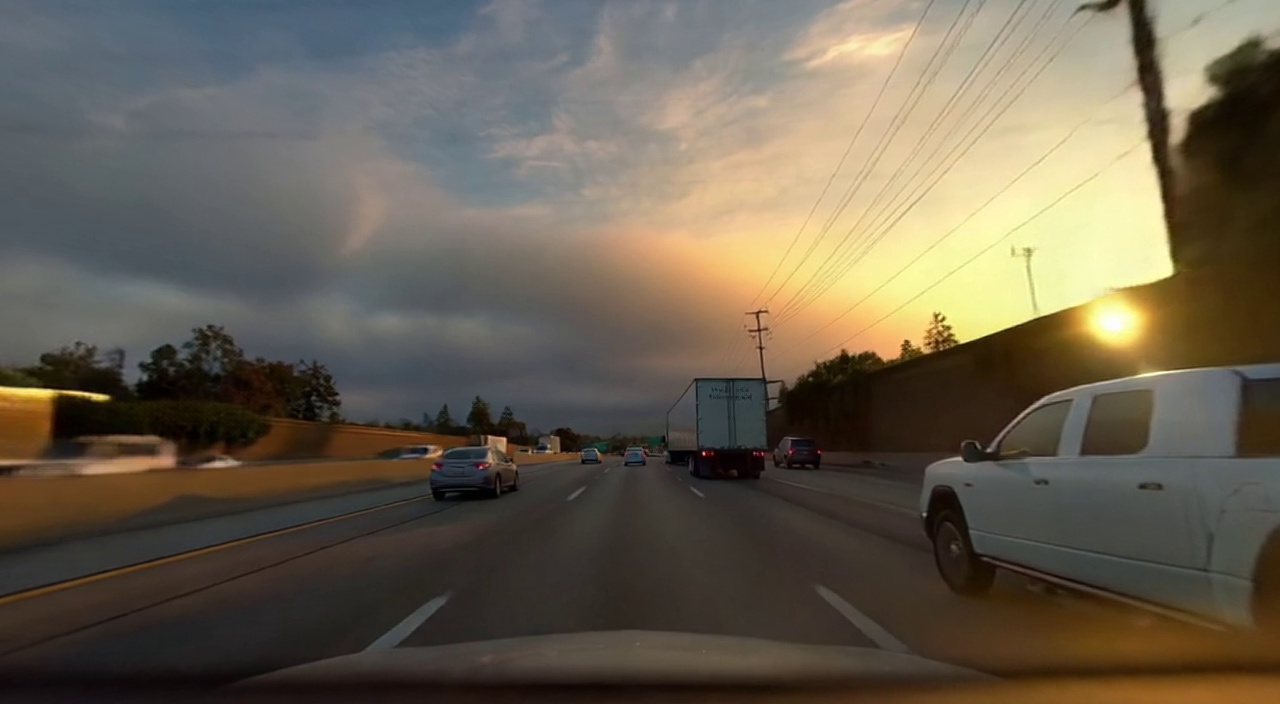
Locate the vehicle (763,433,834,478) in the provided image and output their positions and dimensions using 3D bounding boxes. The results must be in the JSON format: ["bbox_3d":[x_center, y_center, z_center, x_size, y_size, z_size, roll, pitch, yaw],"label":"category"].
[{"bbox_3d":[7.360,4.846,29.790,2.079,1.938,4.630,0,-8,-1],"label":"vehicle"}]

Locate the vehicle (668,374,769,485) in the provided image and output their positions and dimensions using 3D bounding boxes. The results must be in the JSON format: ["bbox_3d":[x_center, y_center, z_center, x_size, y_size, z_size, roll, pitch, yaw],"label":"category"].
[{"bbox_3d":[3.302,4.066,31.679,2.907,4.109,16.177,0,-8,0],"label":"vehicle"}]

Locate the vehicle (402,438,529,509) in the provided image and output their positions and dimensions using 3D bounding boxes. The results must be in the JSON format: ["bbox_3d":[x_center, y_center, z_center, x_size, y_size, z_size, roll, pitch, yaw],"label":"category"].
[{"bbox_3d":[-4.137,2.927,15.623,1.968,1.507,3.829,0,-8,1],"label":"vehicle"}]

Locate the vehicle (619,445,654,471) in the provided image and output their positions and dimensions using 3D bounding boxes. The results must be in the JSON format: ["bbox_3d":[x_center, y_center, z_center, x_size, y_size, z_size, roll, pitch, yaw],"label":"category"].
[{"bbox_3d":[-0.154,6.418,38.432,2.047,1.485,3.938,0,-8,1],"label":"vehicle"}]

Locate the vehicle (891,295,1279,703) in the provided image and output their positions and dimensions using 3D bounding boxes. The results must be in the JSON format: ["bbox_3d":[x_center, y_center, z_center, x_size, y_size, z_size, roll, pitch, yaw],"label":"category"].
[{"bbox_3d":[3.415,0.873,3.255,2.132,1.869,4.978,0,-8,0],"label":"vehicle"}]

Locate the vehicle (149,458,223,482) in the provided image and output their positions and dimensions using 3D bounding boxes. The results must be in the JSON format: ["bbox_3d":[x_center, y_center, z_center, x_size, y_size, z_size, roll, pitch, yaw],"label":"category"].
[{"bbox_3d":[-30.805,7.983,42.883,1.956,1.447,4.610,1,-8,-5],"label":"vehicle"}]
